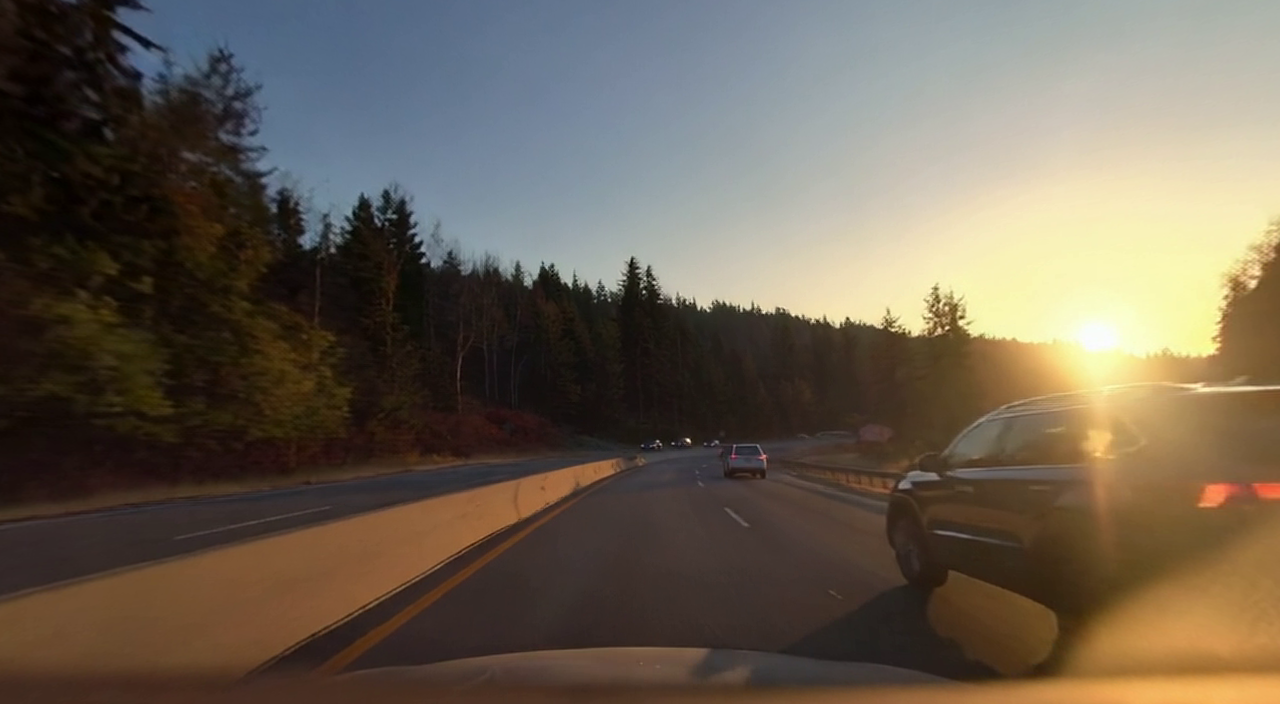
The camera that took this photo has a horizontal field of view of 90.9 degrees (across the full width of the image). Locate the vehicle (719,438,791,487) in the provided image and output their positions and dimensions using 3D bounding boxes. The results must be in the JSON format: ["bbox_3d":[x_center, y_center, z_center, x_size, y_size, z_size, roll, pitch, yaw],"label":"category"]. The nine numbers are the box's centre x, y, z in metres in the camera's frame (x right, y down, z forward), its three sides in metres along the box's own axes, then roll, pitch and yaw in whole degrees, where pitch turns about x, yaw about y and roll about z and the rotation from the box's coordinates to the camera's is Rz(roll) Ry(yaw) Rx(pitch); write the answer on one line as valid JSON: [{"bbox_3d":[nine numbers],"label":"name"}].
[{"bbox_3d":[4.378,4.268,24.663,2.112,1.708,4.380,0,-8,2],"label":"vehicle"}]

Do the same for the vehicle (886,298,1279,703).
[{"bbox_3d":[3.603,0.958,3.831,2.270,1.897,4.822,0,-8,0],"label":"vehicle"}]
